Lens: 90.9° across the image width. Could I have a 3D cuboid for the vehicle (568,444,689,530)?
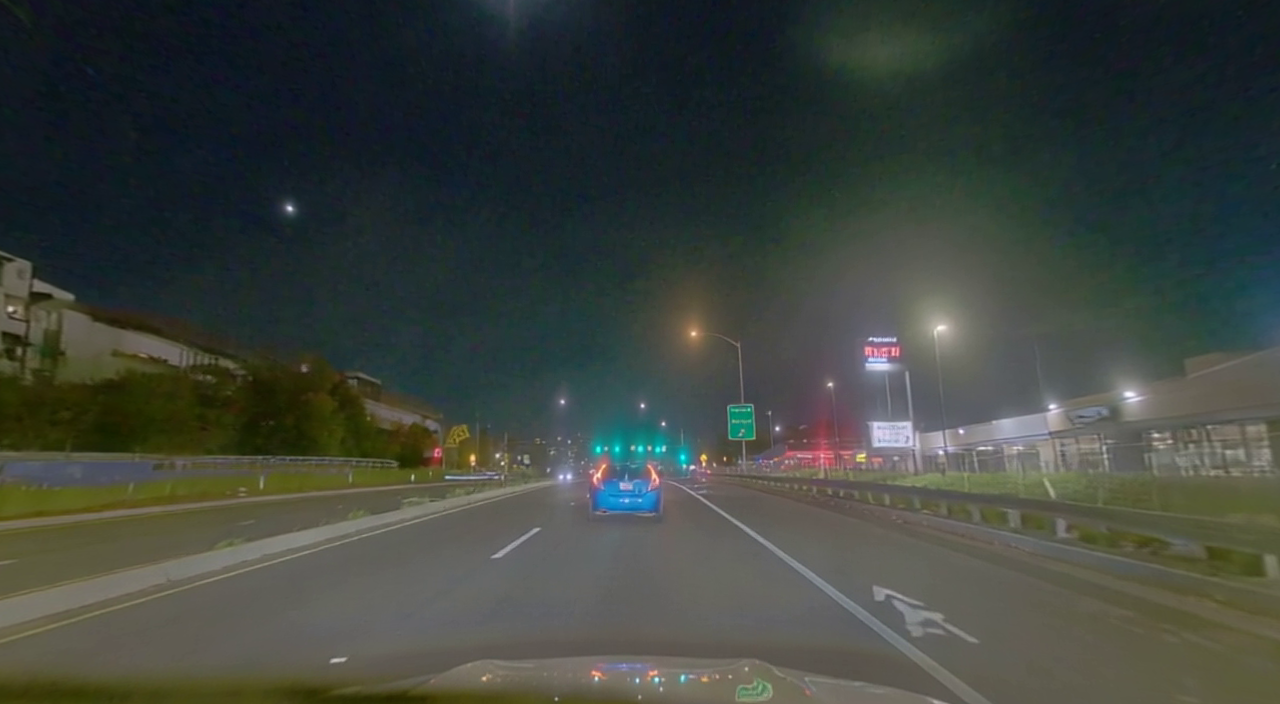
[{"bbox_3d":[-0.220,2.624,12.791,2.063,1.442,3.933,0,-9,0],"label":"vehicle"}]
